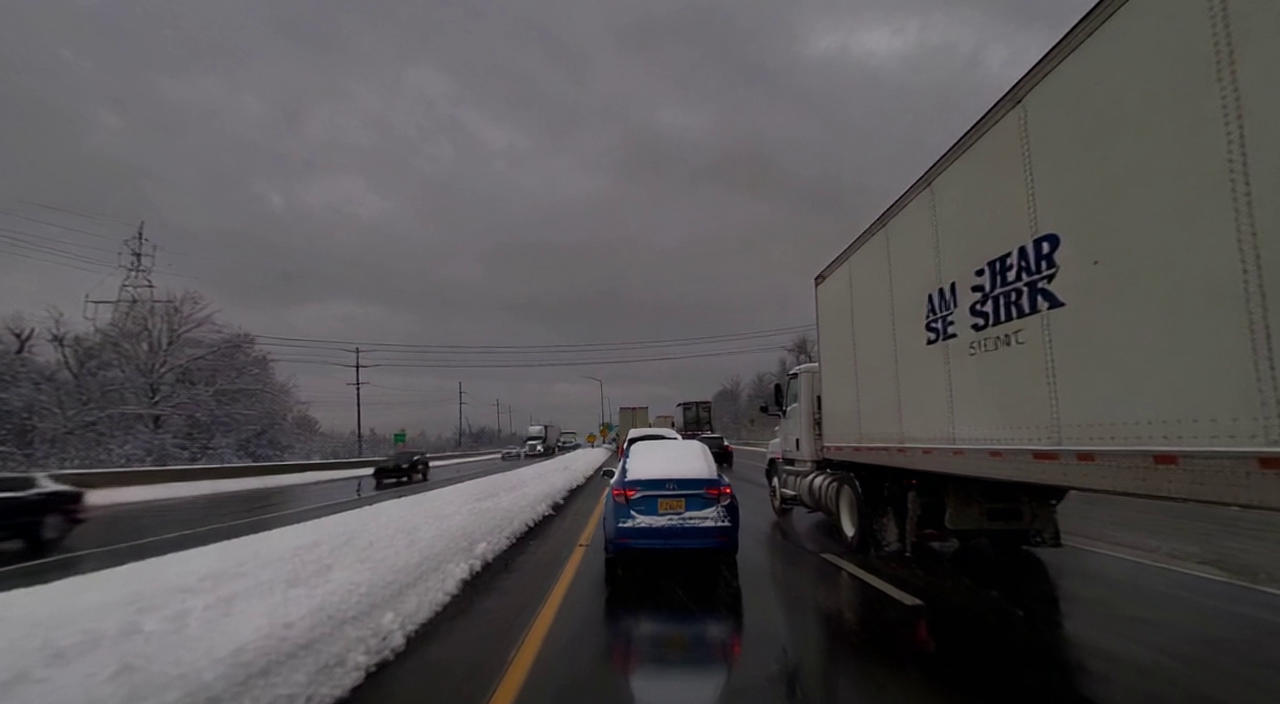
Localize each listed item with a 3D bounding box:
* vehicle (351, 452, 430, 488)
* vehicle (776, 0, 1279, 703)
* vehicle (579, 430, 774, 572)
[{"bbox_3d":[-11.880,5.615,30.363,1.914,1.478,4.597,-1,-8,0],"label":"vehicle"},{"bbox_3d":[4.114,-0.162,3.595,3.138,4.065,14.276,0,-8,-1],"label":"vehicle"},{"bbox_3d":[0.324,1.821,8.452,2.045,1.446,3.597,0,-8,-2],"label":"vehicle"}]
